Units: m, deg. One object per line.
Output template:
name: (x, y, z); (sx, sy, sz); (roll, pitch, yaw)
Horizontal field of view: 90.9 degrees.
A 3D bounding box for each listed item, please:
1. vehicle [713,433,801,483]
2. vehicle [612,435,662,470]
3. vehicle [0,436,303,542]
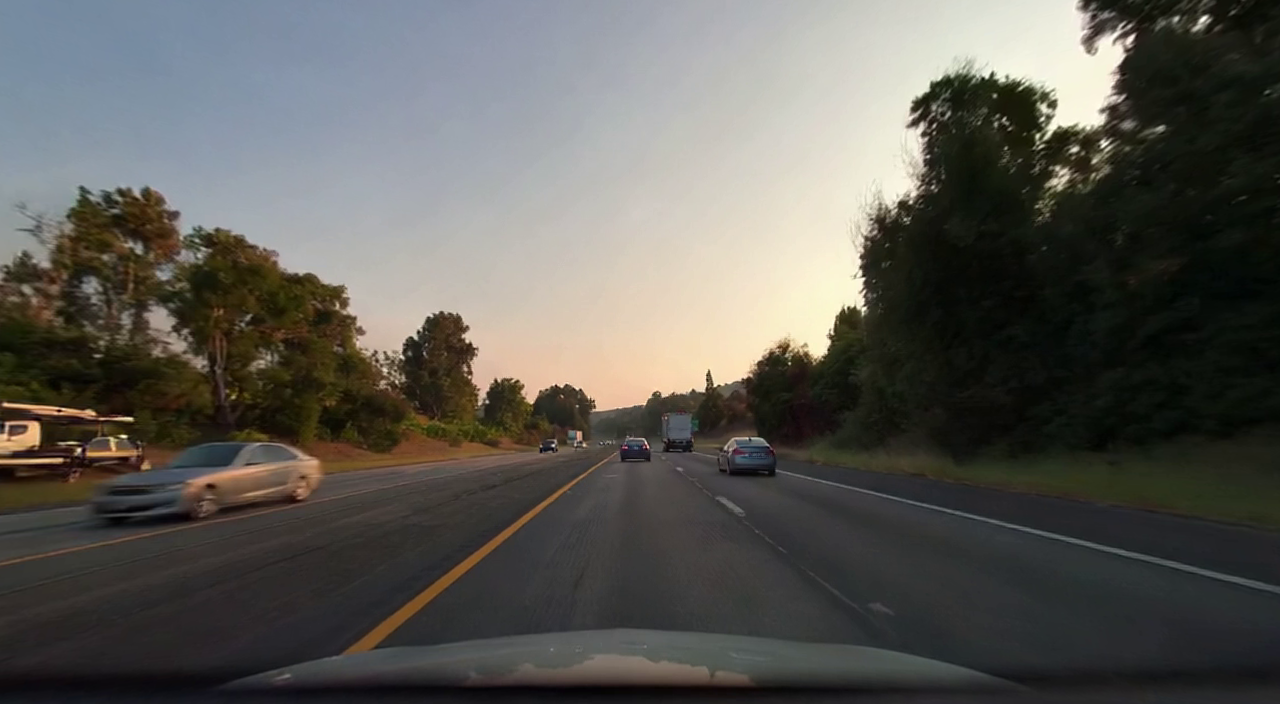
vehicle: (3.775, 3.483, 21.222); (2.004, 1.469, 4.472); (0, -8, -2)
vehicle: (-0.141, 4.583, 29.099); (2.143, 1.466, 3.693); (0, -8, 0)
vehicle: (-9.165, 2.500, 12.519); (2.103, 1.616, 5.187); (0, -8, 0)
